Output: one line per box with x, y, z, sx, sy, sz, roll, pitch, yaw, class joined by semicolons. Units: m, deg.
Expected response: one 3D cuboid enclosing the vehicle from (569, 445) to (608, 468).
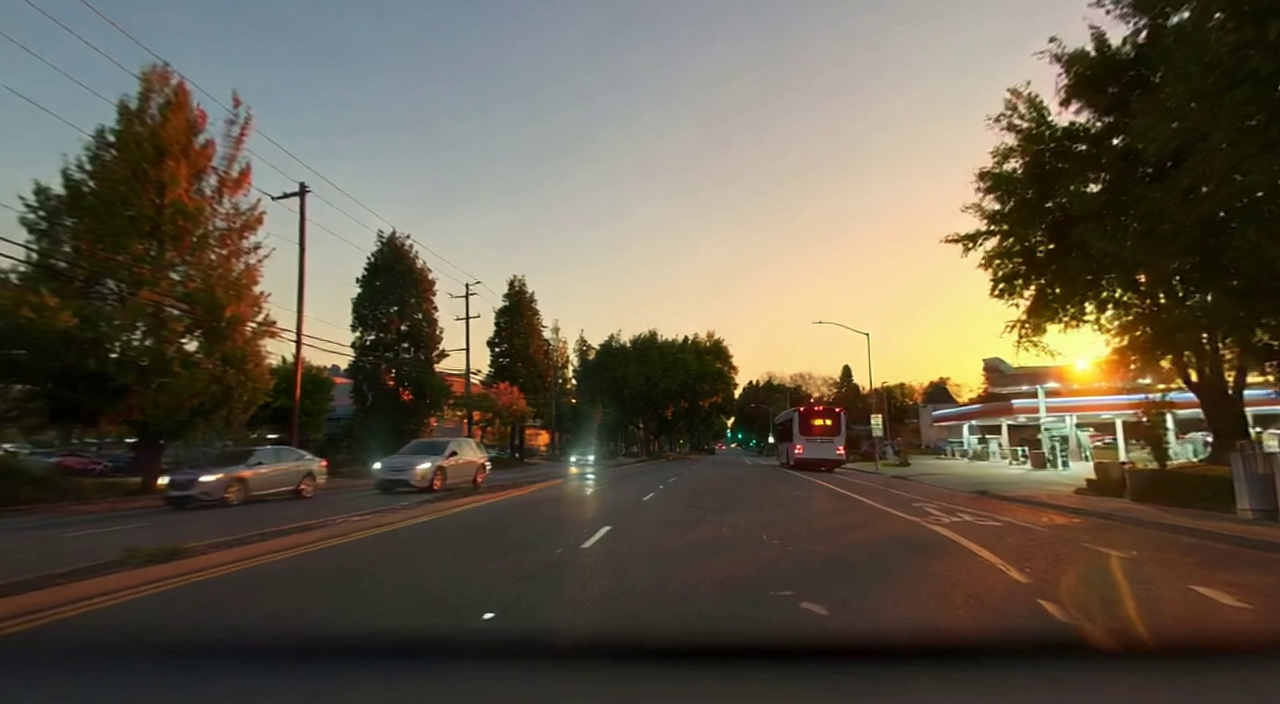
-3.462;7.084;42.873;1.900;1.481;4.317;-1;-8;5;vehicle

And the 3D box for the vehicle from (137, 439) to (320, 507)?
-12.042;3.512;18.921;1.977;1.744;4.513;-1;-8;8;vehicle

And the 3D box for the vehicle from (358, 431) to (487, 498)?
-6.212;3.253;18.616;1.982;1.722;4.070;-1;-8;7;vehicle

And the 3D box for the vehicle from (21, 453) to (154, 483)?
-29.890;6.267;34.394;1.799;1.467;5.374;-3;-9;12;vehicle
